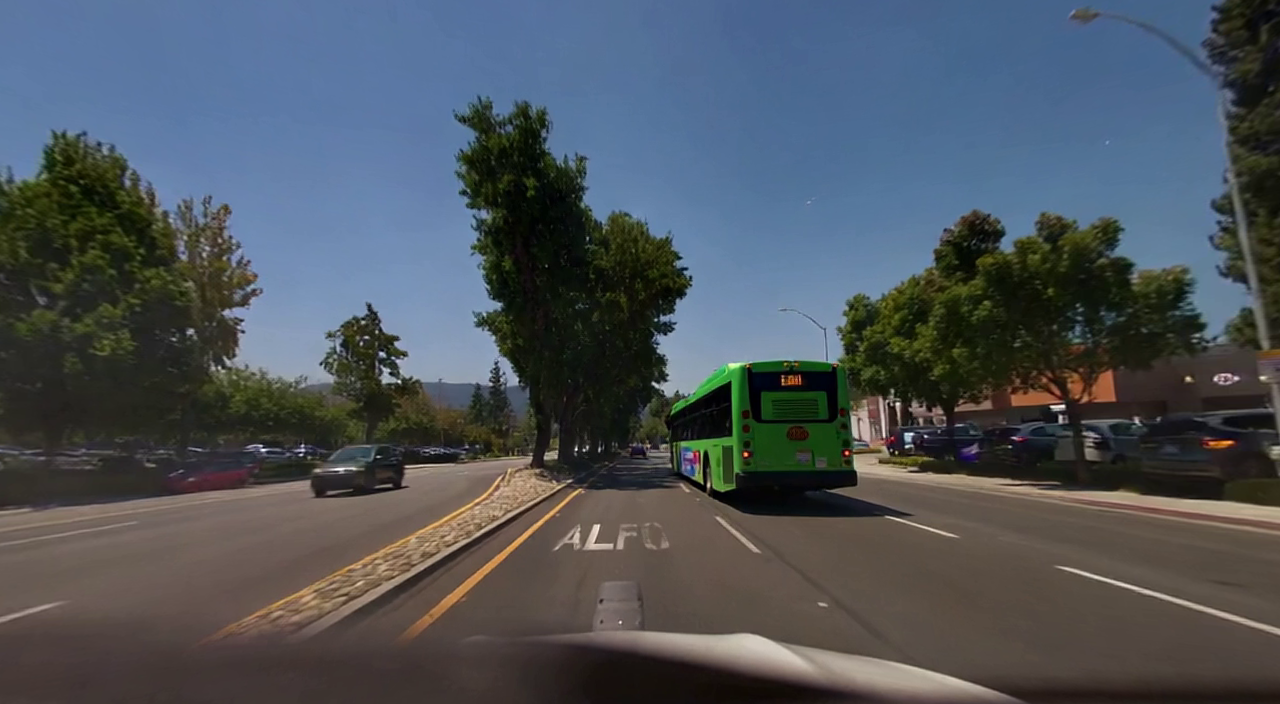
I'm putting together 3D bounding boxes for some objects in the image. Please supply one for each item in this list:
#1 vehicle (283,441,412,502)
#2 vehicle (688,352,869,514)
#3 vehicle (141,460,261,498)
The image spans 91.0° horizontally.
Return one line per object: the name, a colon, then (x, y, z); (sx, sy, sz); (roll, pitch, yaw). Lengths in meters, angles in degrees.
vehicle: (-8.971, 3.659, 19.799); (2.170, 1.657, 4.327); (0, -8, -4)
vehicle: (3.170, 2.305, 17.550); (2.766, 3.306, 9.281); (0, -8, -1)
vehicle: (-19.590, 5.660, 28.389); (1.953, 1.454, 4.693); (0, -8, 1)
